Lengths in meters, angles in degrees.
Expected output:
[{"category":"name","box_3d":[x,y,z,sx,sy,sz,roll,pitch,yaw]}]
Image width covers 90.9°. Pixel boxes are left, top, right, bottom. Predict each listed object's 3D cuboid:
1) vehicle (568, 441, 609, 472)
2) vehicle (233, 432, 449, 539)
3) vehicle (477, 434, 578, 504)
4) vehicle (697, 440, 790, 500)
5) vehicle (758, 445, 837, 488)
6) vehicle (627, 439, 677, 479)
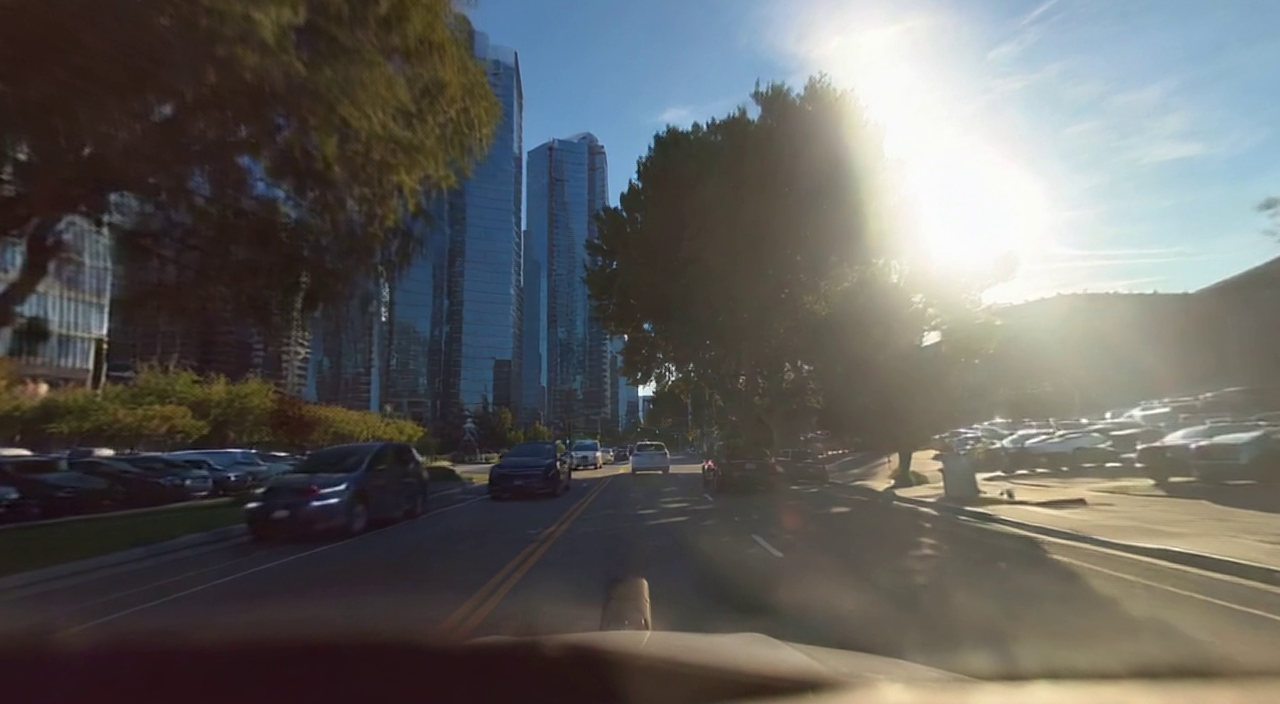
[{"category":"vehicle","box_3d":[-3.104,6.365,38.610,2.041,1.788,4.527,0,-9,1]},{"category":"vehicle","box_3d":[-5.748,2.606,13.023,2.132,1.769,4.760,0,-9,0]},{"category":"vehicle","box_3d":[-3.026,3.254,17.958,2.065,1.708,4.311,0,-9,0]},{"category":"vehicle","box_3d":[2.873,3.382,18.443,1.991,1.536,4.116,0,-9,-1]},{"category":"vehicle","box_3d":[5.956,4.364,24.426,1.885,1.467,4.546,0,-9,0]},{"category":"vehicle","box_3d":[0.484,4.813,28.575,2.105,1.653,3.887,0,-9,0]}]
